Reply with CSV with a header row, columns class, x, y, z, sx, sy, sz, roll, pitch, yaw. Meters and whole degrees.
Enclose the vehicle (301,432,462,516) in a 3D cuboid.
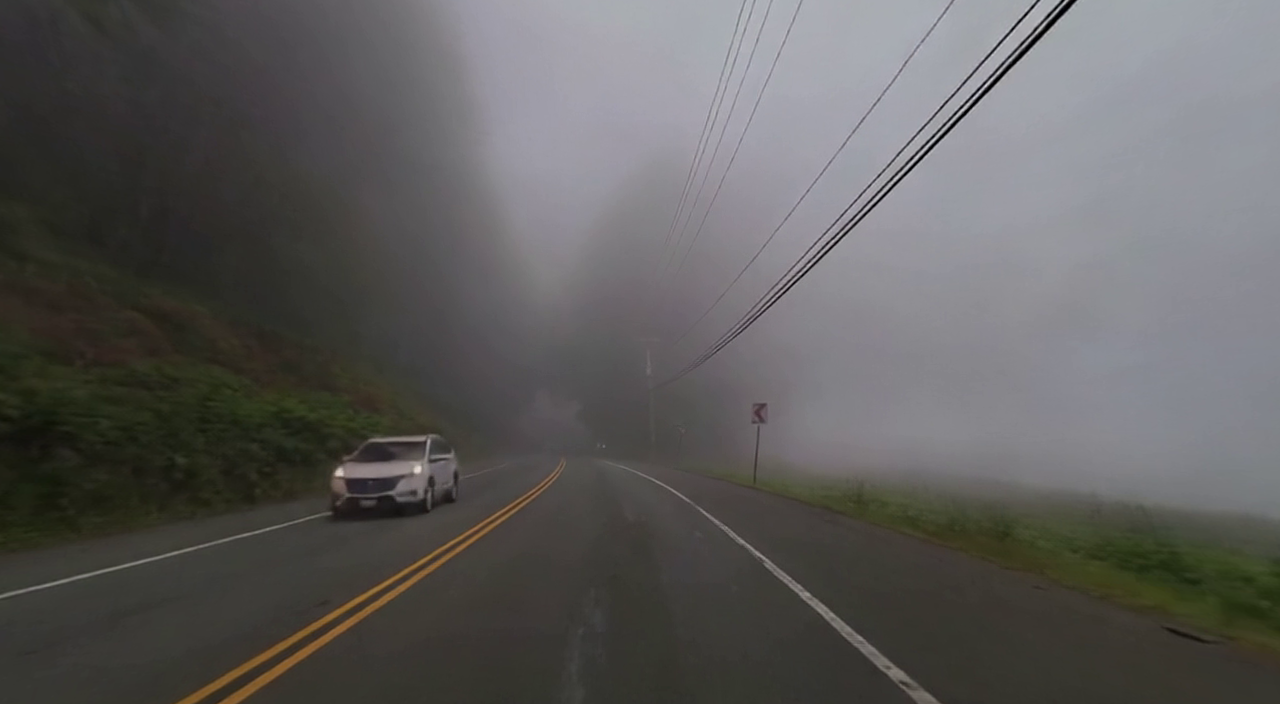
class,x,y,z,sx,sy,sz,roll,pitch,yaw
vehicle,-5.484,2.618,14.103,1.943,1.556,4.311,1,-8,-3
